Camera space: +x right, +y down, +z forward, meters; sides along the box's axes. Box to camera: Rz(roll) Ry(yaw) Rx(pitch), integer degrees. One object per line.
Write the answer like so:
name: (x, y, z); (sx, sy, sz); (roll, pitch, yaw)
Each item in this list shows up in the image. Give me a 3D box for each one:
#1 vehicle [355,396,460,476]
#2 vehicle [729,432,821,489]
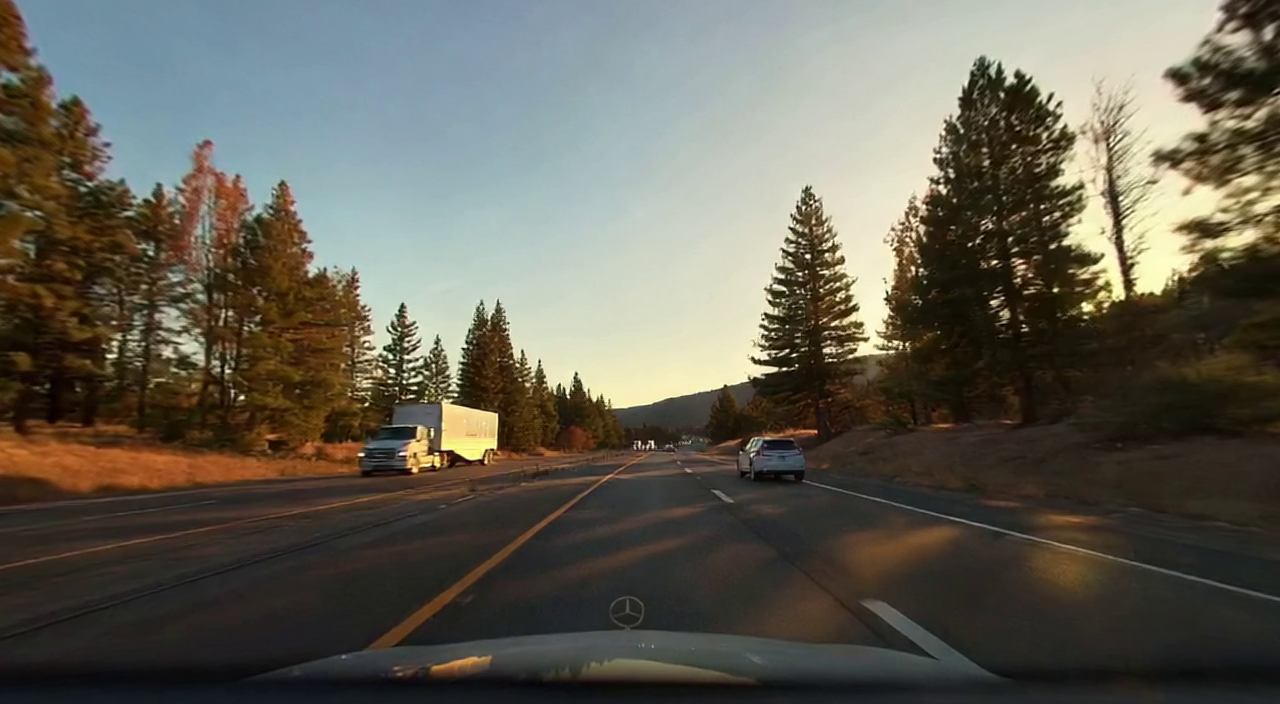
vehicle: (-12.798, 4.773, 35.585); (2.992, 4.036, 7.069); (0, -8, 1)
vehicle: (4.468, 3.682, 21.734); (2.098, 1.703, 4.862); (0, -8, 0)
